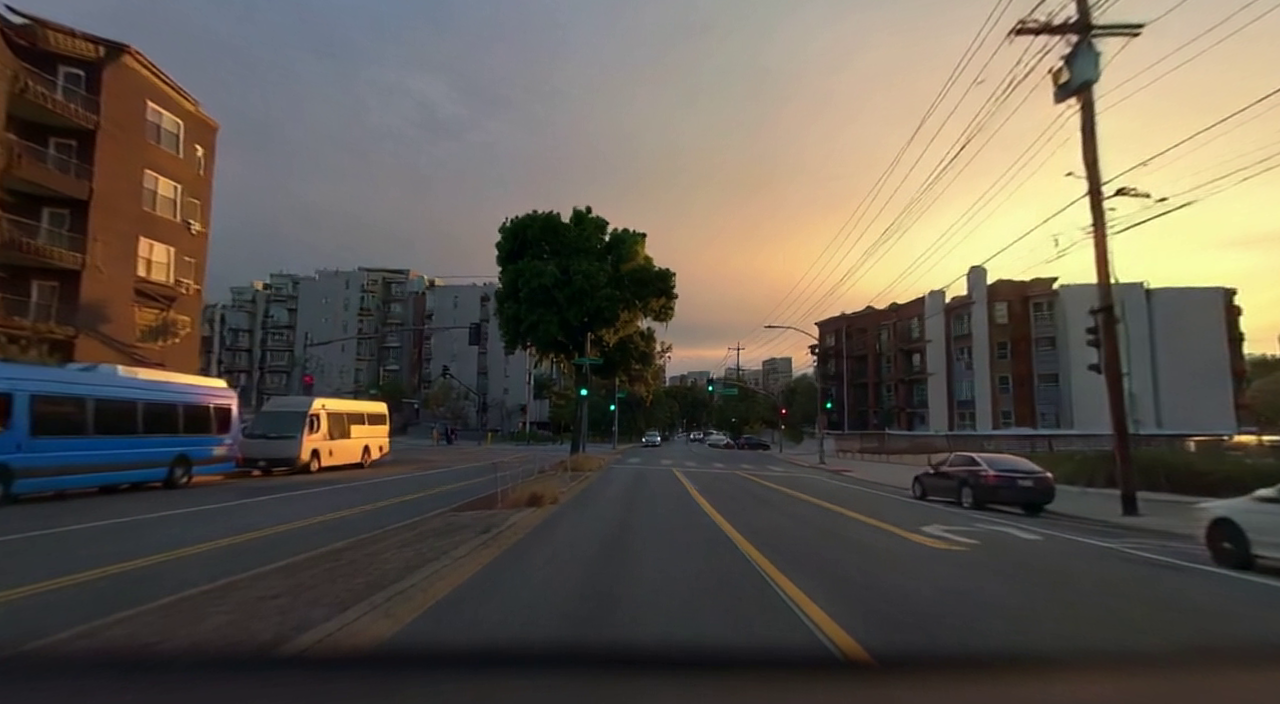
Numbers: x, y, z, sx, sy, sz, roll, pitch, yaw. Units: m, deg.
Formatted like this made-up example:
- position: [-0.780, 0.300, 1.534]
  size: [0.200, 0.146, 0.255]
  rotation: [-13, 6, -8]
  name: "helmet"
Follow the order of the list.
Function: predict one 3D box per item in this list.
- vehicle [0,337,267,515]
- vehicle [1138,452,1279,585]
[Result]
- position: [-13.549, 1.886, 15.130]
  size: [3.060, 3.307, 9.997]
  rotation: [0, -9, 0]
  name: "vehicle"
- position: [8.248, 1.858, 6.859]
  size: [1.914, 1.473, 4.507]
  rotation: [0, -9, -1]
  name: "vehicle"
